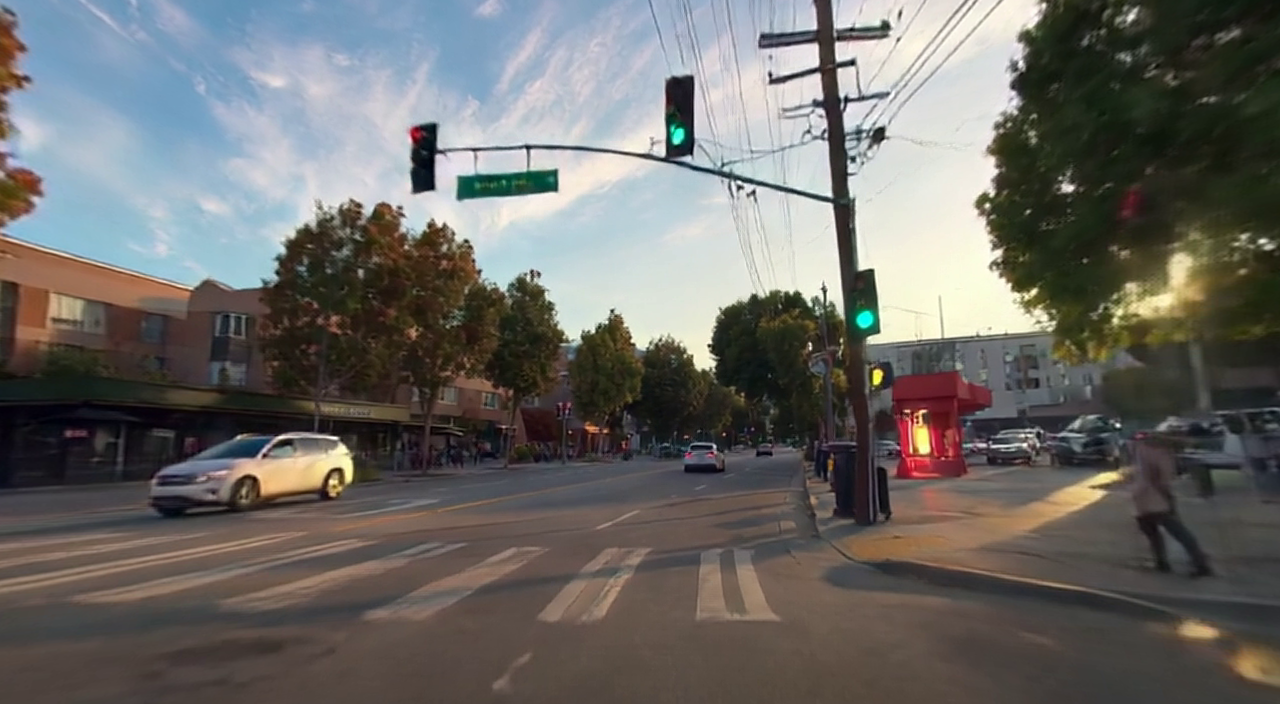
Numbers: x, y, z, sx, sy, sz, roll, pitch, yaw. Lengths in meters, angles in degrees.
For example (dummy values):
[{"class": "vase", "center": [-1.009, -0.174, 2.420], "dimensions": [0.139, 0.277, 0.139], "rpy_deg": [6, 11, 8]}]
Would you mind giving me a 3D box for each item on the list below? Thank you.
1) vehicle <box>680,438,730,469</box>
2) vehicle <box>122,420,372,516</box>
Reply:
[{"class": "vehicle", "center": [3.888, 5.921, 37.071], "dimensions": [2.101, 1.721, 4.364], "rpy_deg": [-3, -9, 17]}, {"class": "vehicle", "center": [-8.072, 2.420, 13.653], "dimensions": [2.017, 1.684, 4.483], "rpy_deg": [-2, -9, 10]}]
